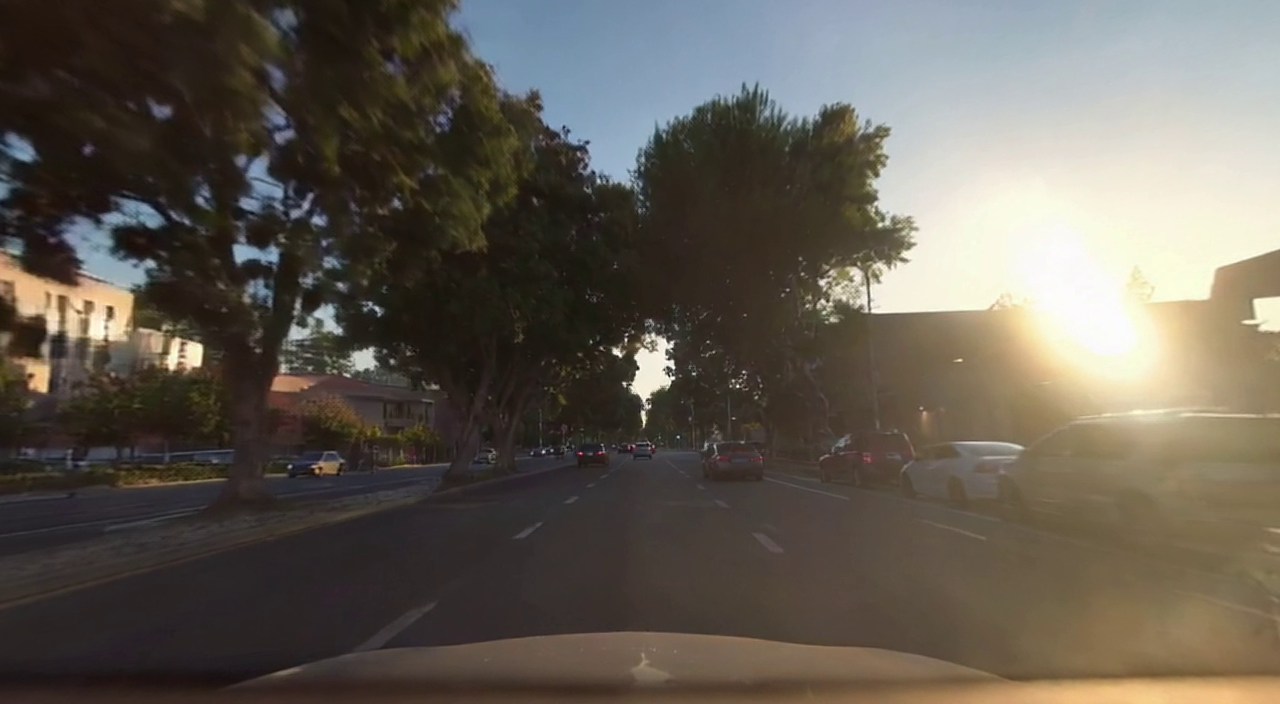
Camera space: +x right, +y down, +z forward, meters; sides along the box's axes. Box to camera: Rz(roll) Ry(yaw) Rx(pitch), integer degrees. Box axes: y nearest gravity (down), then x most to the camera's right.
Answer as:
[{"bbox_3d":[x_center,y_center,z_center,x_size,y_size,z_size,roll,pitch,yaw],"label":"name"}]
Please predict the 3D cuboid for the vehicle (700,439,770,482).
[{"bbox_3d":[3.510,4.086,24.132,1.990,1.486,4.431,0,-8,0],"label":"vehicle"}]

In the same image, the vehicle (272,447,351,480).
[{"bbox_3d":[-18.956,6.408,36.602,2.022,1.735,4.695,0,-8,0],"label":"vehicle"}]

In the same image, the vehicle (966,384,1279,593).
[{"bbox_3d":[6.667,1.595,8.276,2.215,1.909,4.875,0,-8,1],"label":"vehicle"}]

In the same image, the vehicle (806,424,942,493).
[{"bbox_3d":[7.102,3.310,19.999,2.087,1.823,5.906,0,-8,1],"label":"vehicle"}]

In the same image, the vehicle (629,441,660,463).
[{"bbox_3d":[0.343,7.017,44.303,2.101,1.480,3.929,0,-8,1],"label":"vehicle"}]

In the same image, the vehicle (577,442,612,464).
[{"bbox_3d":[-3.104,7.024,44.059,2.082,1.467,4.379,0,-8,1],"label":"vehicle"}]
